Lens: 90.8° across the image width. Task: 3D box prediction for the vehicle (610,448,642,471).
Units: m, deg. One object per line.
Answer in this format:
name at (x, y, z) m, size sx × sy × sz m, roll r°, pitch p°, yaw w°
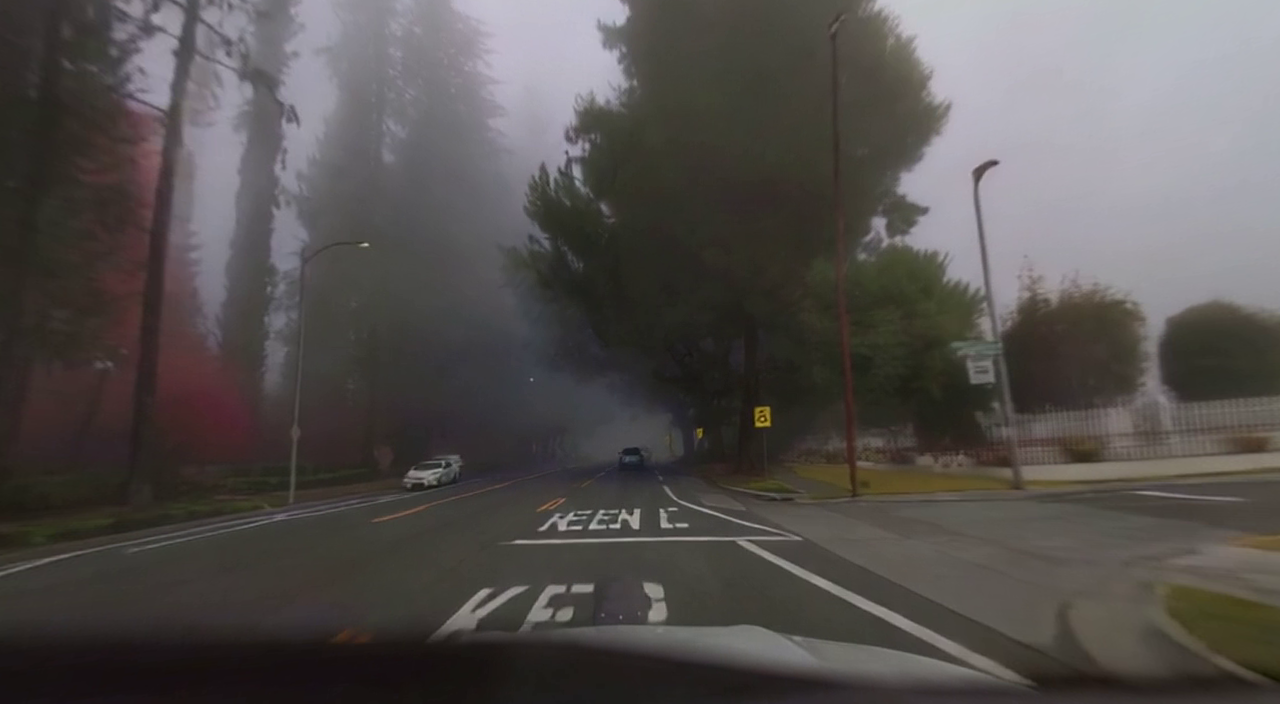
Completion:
vehicle at (-1.017, 7.500, 44.230) m, size 2.104 × 1.500 × 3.815 m, roll 0°, pitch -9°, yaw -2°
